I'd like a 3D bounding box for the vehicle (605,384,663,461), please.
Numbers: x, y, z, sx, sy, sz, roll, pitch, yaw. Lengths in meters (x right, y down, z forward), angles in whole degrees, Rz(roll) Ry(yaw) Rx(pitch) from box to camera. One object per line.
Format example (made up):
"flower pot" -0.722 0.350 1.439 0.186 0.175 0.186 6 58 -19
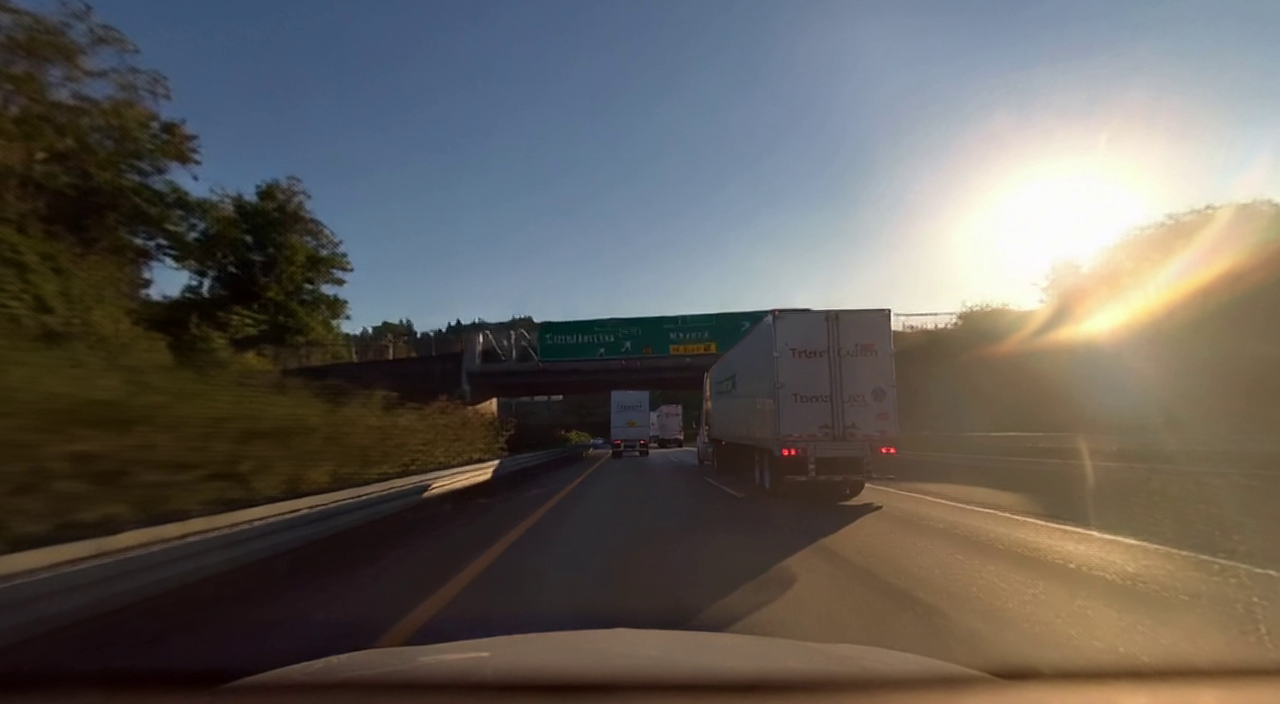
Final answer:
"vehicle" -0.371 4.321 37.679 2.958 3.917 10.196 0 -8 -1

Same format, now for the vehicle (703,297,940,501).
"vehicle" 4.378 1.889 20.063 2.856 4.145 14.500 0 -8 -2
